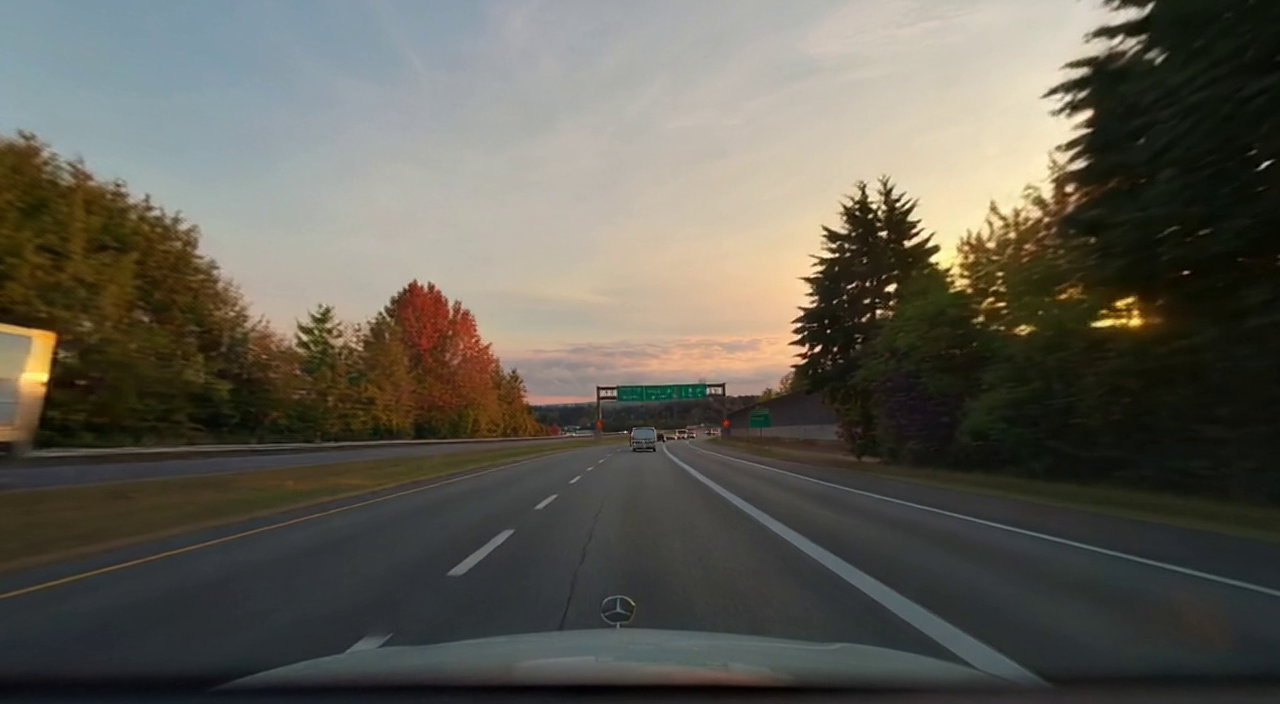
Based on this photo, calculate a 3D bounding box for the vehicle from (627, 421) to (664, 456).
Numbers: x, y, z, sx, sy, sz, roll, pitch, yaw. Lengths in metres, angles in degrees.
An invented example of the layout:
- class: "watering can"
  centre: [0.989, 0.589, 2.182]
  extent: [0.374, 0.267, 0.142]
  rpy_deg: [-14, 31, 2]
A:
- class: "vehicle"
  centre: [0.330, 6.060, 44.052]
  extent: [2.450, 2.314, 4.753]
  rpy_deg: [0, -8, 0]
